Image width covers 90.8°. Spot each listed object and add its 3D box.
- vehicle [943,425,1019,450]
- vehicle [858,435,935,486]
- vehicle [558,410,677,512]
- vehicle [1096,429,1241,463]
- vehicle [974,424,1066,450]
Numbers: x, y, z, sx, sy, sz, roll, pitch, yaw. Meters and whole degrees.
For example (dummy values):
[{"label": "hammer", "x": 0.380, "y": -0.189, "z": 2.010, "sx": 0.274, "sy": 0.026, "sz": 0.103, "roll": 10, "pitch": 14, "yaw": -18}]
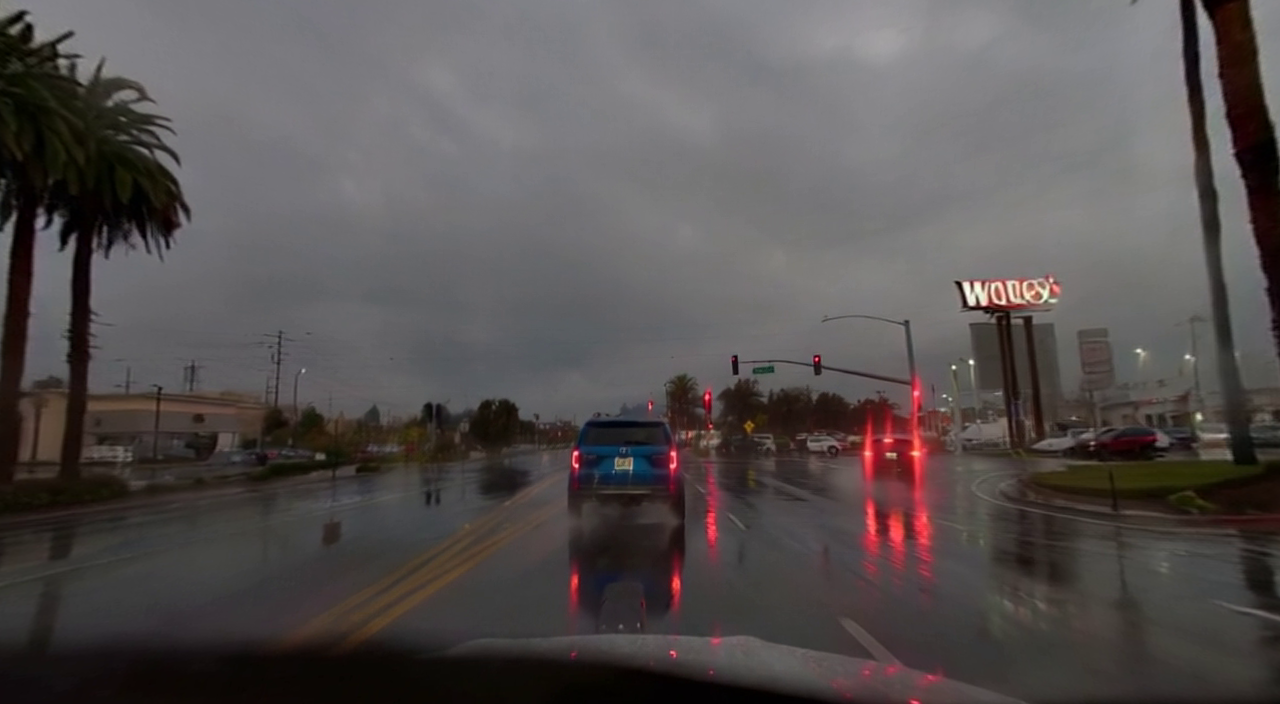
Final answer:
[{"label": "vehicle", "x": 25.151, "y": 6.315, "z": 46.592, "sx": 4.641, "sy": 1.778, "sz": 1.958, "roll": -5, "pitch": -10, "yaw": 33}, {"label": "vehicle", "x": 9.054, "y": 3.713, "z": 22.101, "sx": 2.086, "sy": 1.560, "sz": 4.542, "roll": -4, "pitch": -9, "yaw": 26}, {"label": "vehicle", "x": -0.391, "y": 2.416, "z": 14.459, "sx": 2.263, "sy": 1.932, "sz": 4.709, "roll": 0, "pitch": -8, "yaw": 1}, {"label": "vehicle", "x": 24.226, "y": 4.316, "z": 29.135, "sx": 4.745, "sy": 1.474, "sz": 1.923, "roll": -1, "pitch": -8, "yaw": 7}, {"label": "vehicle", "x": 28.908, "y": 6.519, "z": 48.113, "sx": 5.809, "sy": 1.839, "sz": 1.957, "roll": -5, "pitch": -10, "yaw": 33}]
